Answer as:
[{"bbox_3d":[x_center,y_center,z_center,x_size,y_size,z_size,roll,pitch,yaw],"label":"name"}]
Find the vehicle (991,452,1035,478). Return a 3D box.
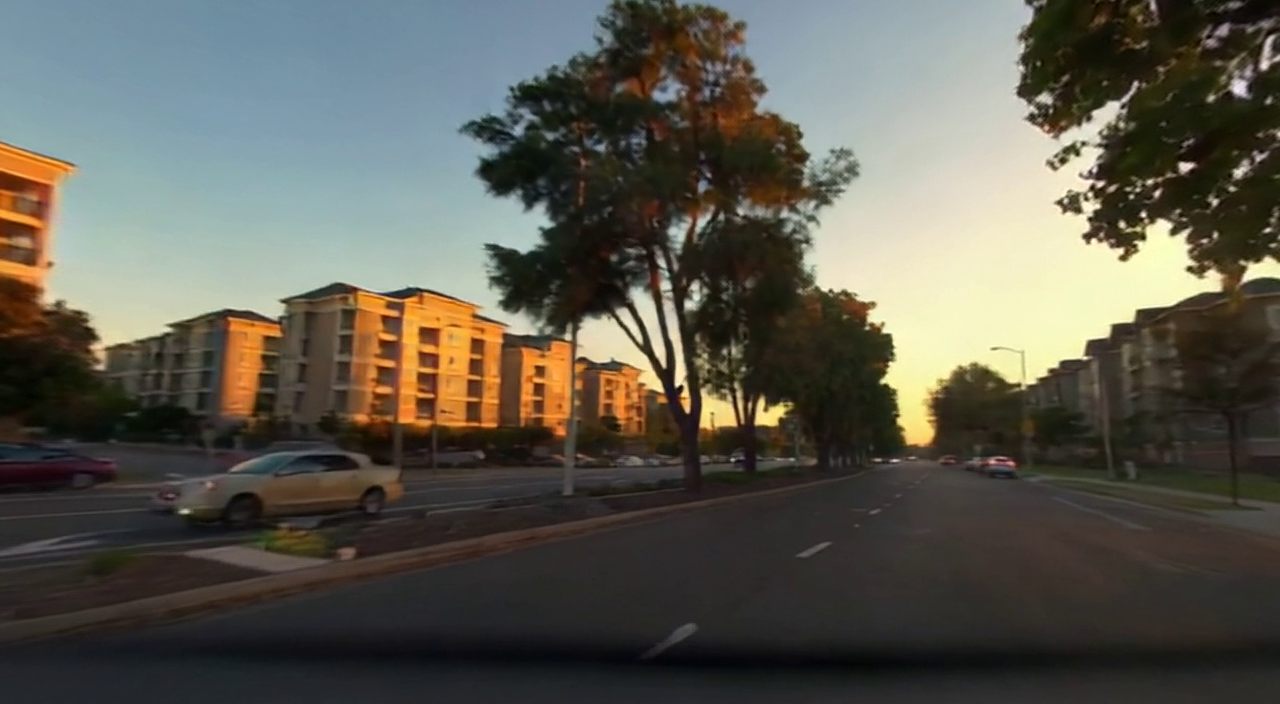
[{"bbox_3d":[28.827,8.688,48.757,2.241,1.877,4.810,-4,-9,23],"label":"vehicle"}]

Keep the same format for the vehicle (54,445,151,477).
[{"bbox_3d":[-26.620,5.353,31.182,4.220,1.450,2.086,-4,-10,27],"label":"vehicle"}]

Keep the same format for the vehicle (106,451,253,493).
[{"bbox_3d":[-18.557,4.868,25.701,1.933,1.479,4.718,-4,-11,10],"label":"vehicle"}]

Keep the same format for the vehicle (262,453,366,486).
[{"bbox_3d":[-16.396,5.890,31.894,1.816,1.496,4.384,-4,-10,25],"label":"vehicle"}]
